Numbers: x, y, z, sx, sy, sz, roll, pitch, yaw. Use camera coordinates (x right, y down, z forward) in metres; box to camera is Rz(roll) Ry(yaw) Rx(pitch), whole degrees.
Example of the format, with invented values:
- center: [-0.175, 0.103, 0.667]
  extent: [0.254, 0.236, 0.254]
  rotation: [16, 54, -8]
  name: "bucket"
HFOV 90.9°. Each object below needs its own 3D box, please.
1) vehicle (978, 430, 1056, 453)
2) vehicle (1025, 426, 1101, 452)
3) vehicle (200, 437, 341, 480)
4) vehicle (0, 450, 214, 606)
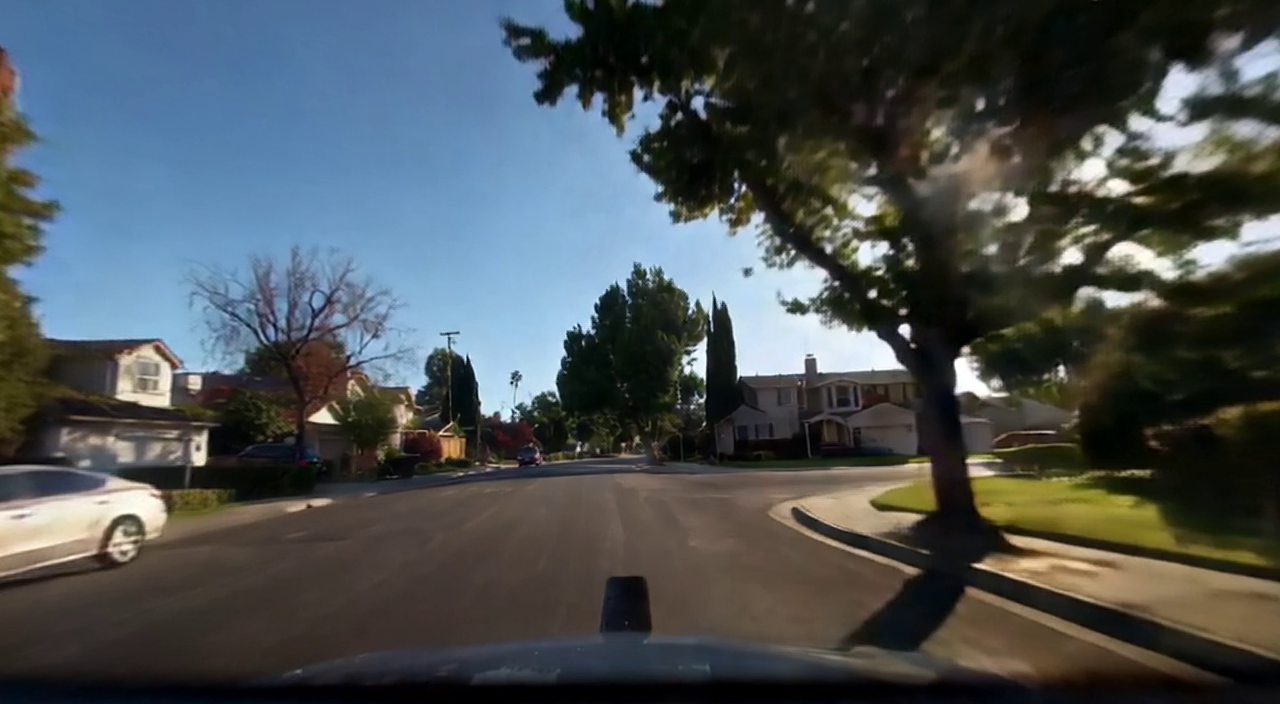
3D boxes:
- center: [26.084, 6.235, 43.846]
  extent: [1.845, 1.450, 4.991]
  rotation: [3, -9, -8]
  name: "vehicle"
- center: [29.299, 6.063, 43.859]
  extent: [1.794, 1.635, 4.469]
  rotation: [-1, -9, -6]
  name: "vehicle"
- center: [-16.176, 4.679, 27.859]
  extent: [4.837, 1.785, 2.115]
  rotation: [1, -8, -6]
  name: "vehicle"
- center: [-7.343, 1.855, 6.767]
  extent: [2.069, 1.487, 5.470]
  rotation: [-1, -9, -4]
  name: "vehicle"
